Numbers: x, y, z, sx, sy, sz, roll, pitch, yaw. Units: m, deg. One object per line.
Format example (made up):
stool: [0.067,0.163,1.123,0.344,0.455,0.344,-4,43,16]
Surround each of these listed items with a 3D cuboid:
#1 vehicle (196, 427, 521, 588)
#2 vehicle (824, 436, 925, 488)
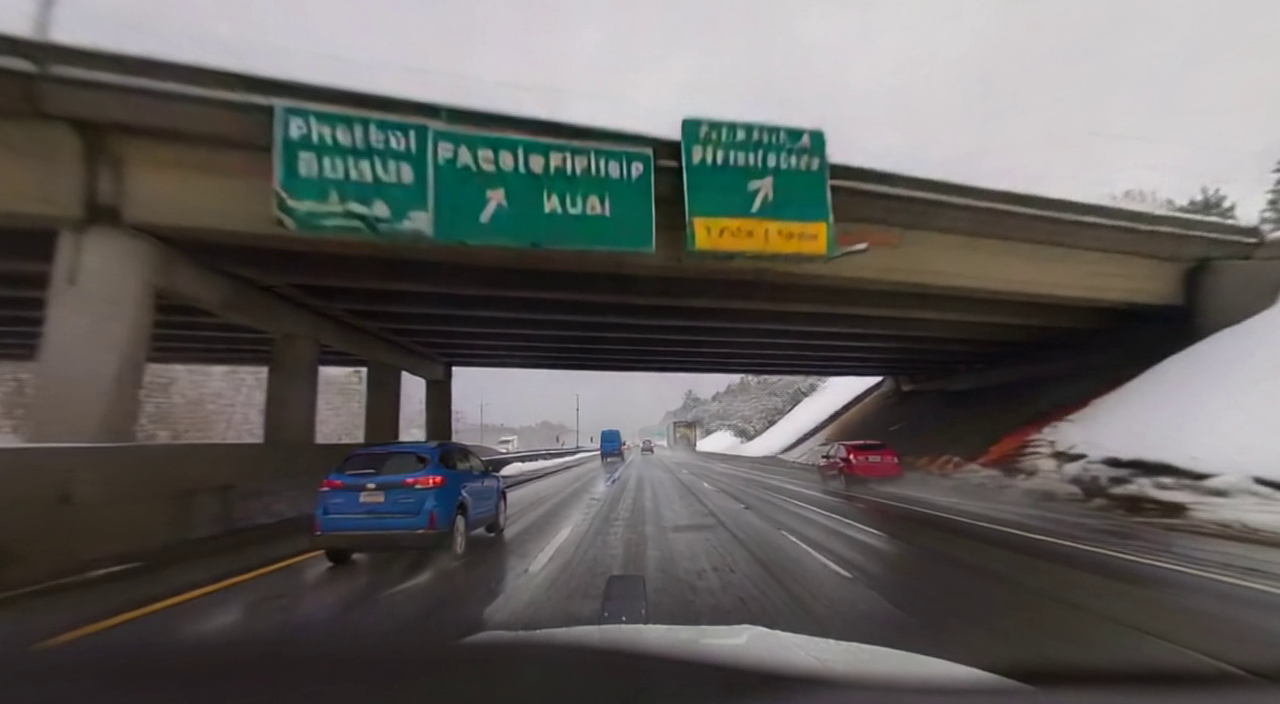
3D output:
vehicle: [-3.082,1.819,8.294,2.029,1.472,4.721,0,-9,1]
vehicle: [8.280,3.928,22.694,1.936,1.664,4.198,0,-9,-1]
